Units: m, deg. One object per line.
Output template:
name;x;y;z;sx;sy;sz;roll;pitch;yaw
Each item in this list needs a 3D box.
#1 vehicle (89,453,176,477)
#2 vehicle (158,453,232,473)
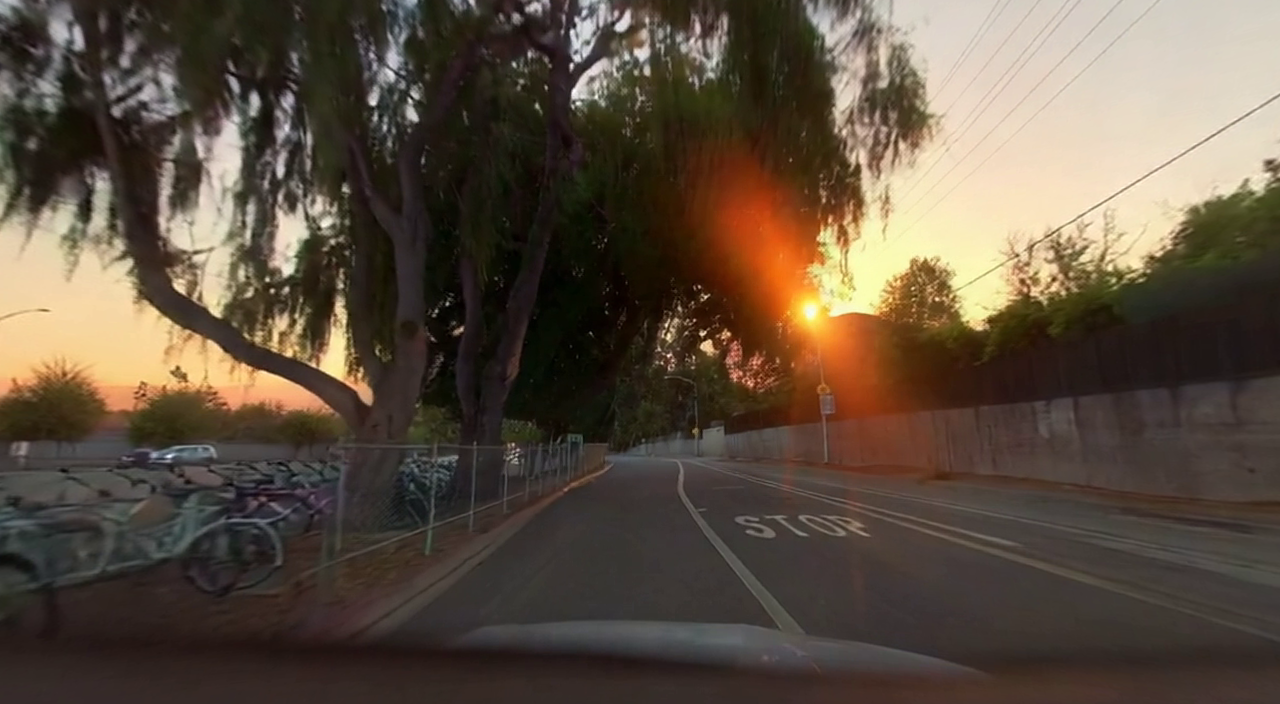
vehicle;-33.017;7.326;41.195;4.108;1.480;1.800;0;-9;1
vehicle;-33.598;8.373;47.751;4.205;1.440;1.823;-1;-9;2
